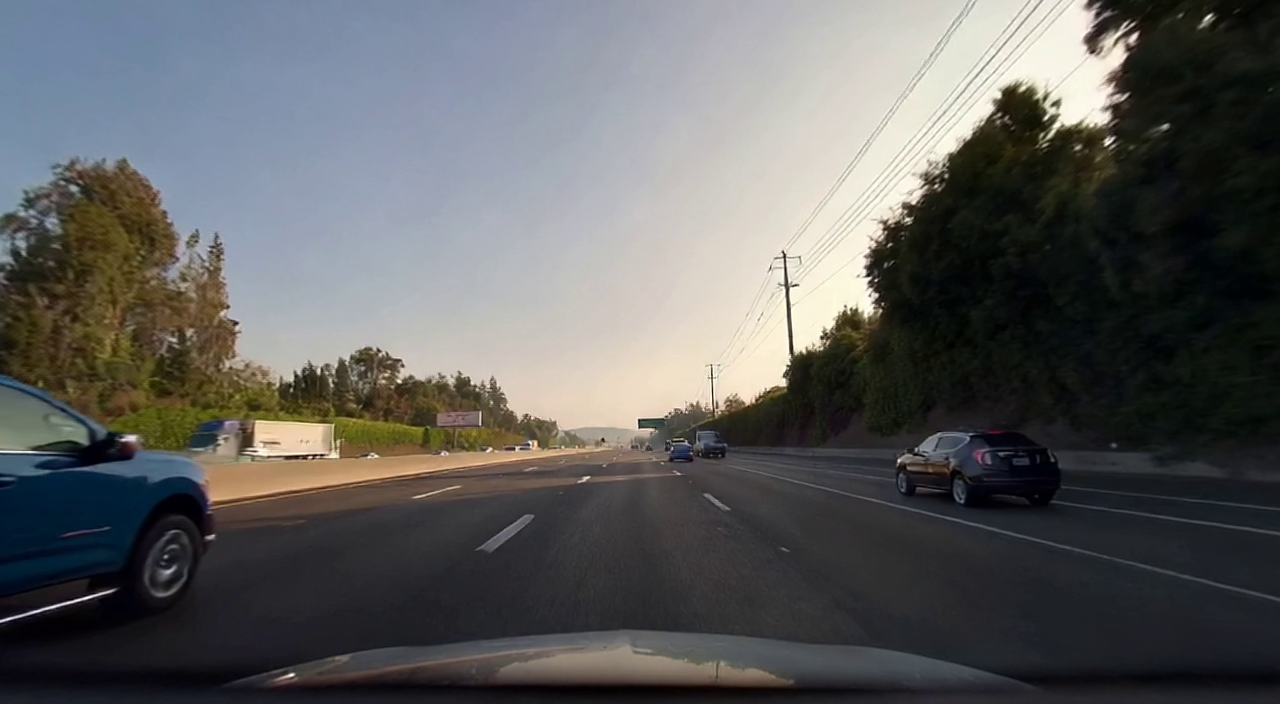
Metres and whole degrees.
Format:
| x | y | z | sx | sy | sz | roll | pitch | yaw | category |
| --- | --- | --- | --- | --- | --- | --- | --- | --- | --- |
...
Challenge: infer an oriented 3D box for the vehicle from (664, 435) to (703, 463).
| x | y | z | sx | sy | sz | roll | pitch | yaw | category |
| --- | --- | --- | --- | --- | --- | --- | --- | --- | --- |
| 3.330 | 7.571 | 49.269 | 2.484 | 2.024 | 5.265 | 0 | -8 | -1 | vehicle |

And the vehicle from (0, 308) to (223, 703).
| x | y | z | sx | sy | sz | roll | pitch | yaw | category |
| --- | --- | --- | --- | --- | --- | --- | --- | --- | --- |
| -4.557 | 0.578 | 1.745 | 2.508 | 2.023 | 6.176 | 0 | -8 | 1 | vehicle |

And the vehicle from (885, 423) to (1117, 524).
| x | y | z | sx | sy | sz | roll | pitch | yaw | category |
| --- | --- | --- | --- | --- | --- | --- | --- | --- | --- |
| 6.806 | 2.325 | 12.592 | 1.976 | 1.646 | 4.370 | 0 | -8 | -1 | vehicle |
